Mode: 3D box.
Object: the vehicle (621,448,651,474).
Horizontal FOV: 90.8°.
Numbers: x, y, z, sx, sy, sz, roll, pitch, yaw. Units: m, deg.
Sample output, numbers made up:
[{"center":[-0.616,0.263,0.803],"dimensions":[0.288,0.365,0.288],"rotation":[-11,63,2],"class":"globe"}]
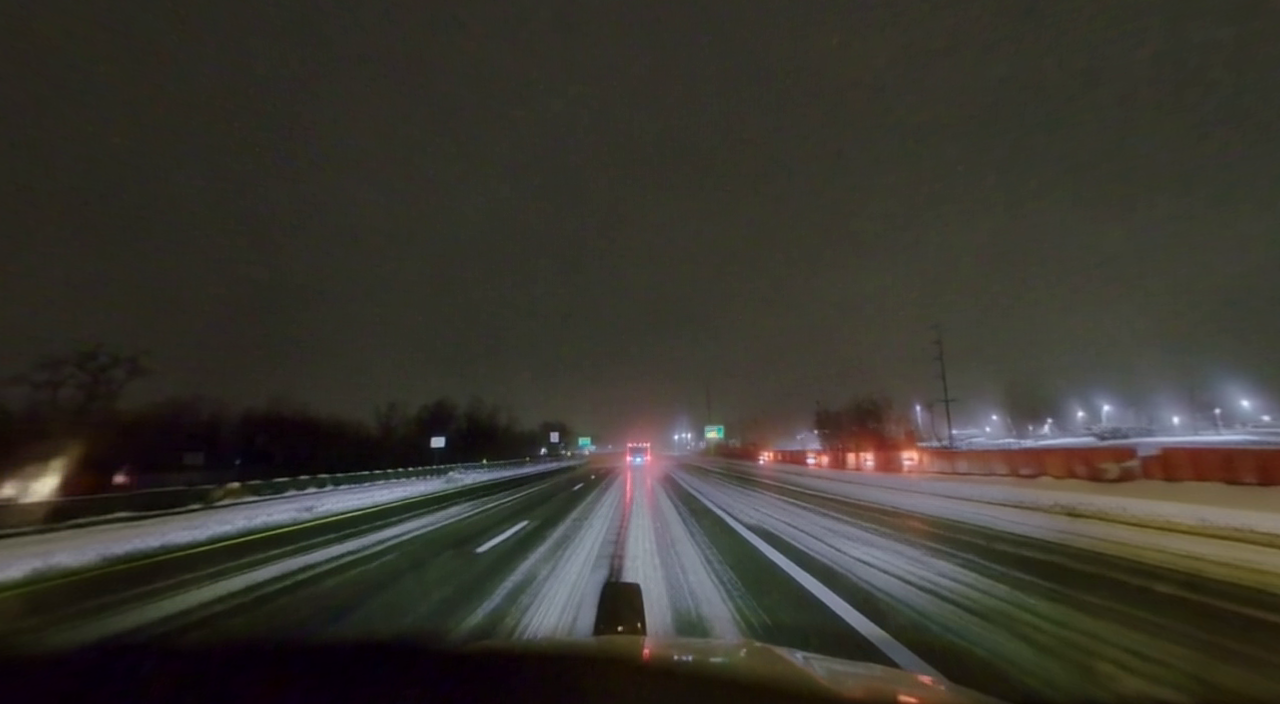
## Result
[{"center":[-0.206,6.525,37.998],"dimensions":[1.695,1.437,3.506],"rotation":[-1,-9,1],"class":"vehicle"}]
